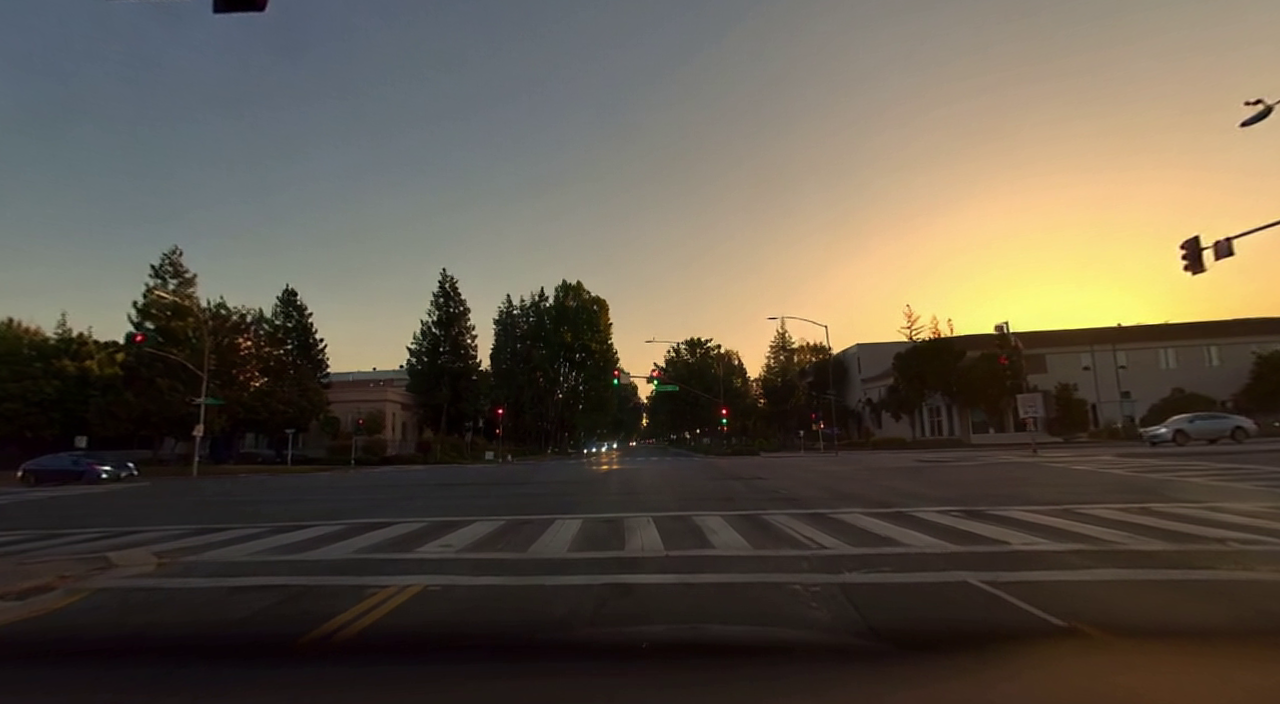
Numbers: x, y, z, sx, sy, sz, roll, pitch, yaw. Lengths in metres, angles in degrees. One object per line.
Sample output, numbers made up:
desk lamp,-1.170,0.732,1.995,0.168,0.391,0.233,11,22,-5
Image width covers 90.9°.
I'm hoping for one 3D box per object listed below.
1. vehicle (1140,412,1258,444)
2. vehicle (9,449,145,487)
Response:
vehicle,30.268,4.158,34.228,4.483,1.691,1.949,0,-8,1
vehicle,-25.158,5.163,28.252,4.332,1.573,1.900,0,-8,3
